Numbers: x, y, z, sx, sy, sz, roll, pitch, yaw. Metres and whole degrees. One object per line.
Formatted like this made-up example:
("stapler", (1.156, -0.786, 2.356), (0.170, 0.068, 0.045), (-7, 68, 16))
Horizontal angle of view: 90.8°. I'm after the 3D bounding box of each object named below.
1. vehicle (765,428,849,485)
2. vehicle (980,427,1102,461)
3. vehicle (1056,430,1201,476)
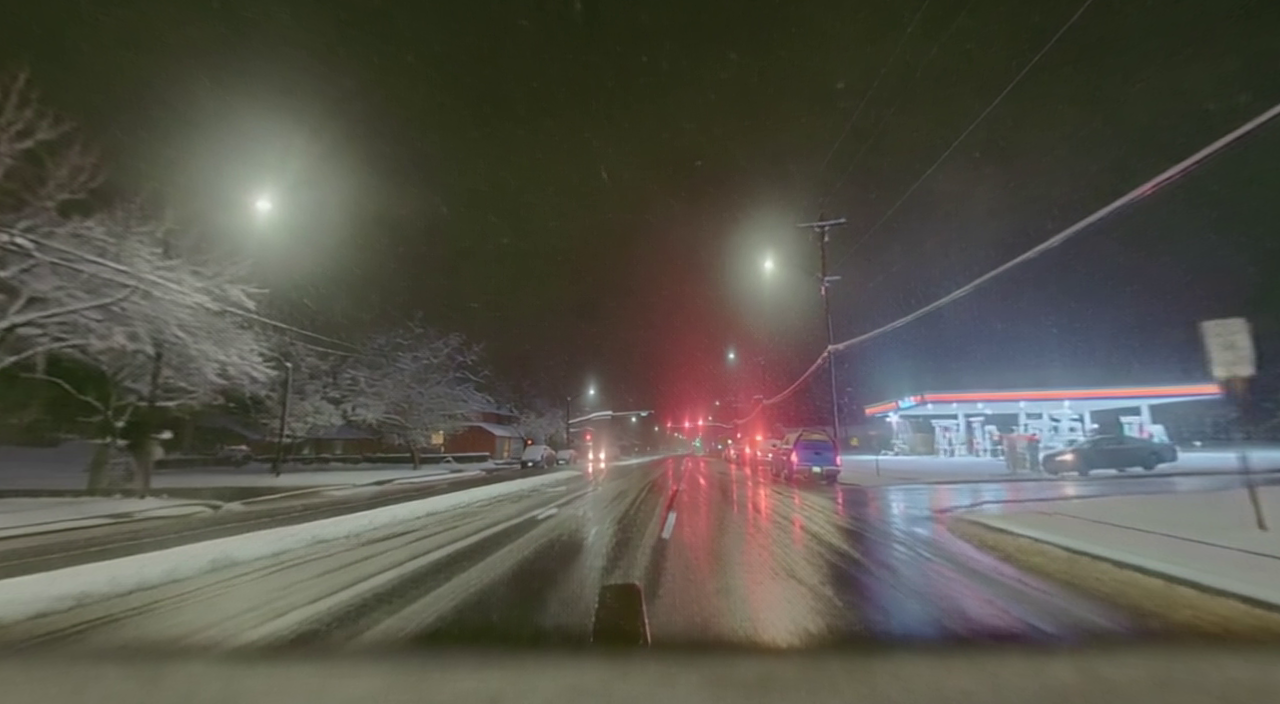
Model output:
("vehicle", (6.100, 3.886, 23.707), (2.194, 1.896, 5.049), (-1, -9, 5))
("vehicle", (19.264, 4.476, 30.540), (4.421, 1.548, 2.061), (-1, -9, 7))
("vehicle", (16.737, 3.494, 22.009), (1.919, 1.411, 4.440), (-1, -9, 7))
